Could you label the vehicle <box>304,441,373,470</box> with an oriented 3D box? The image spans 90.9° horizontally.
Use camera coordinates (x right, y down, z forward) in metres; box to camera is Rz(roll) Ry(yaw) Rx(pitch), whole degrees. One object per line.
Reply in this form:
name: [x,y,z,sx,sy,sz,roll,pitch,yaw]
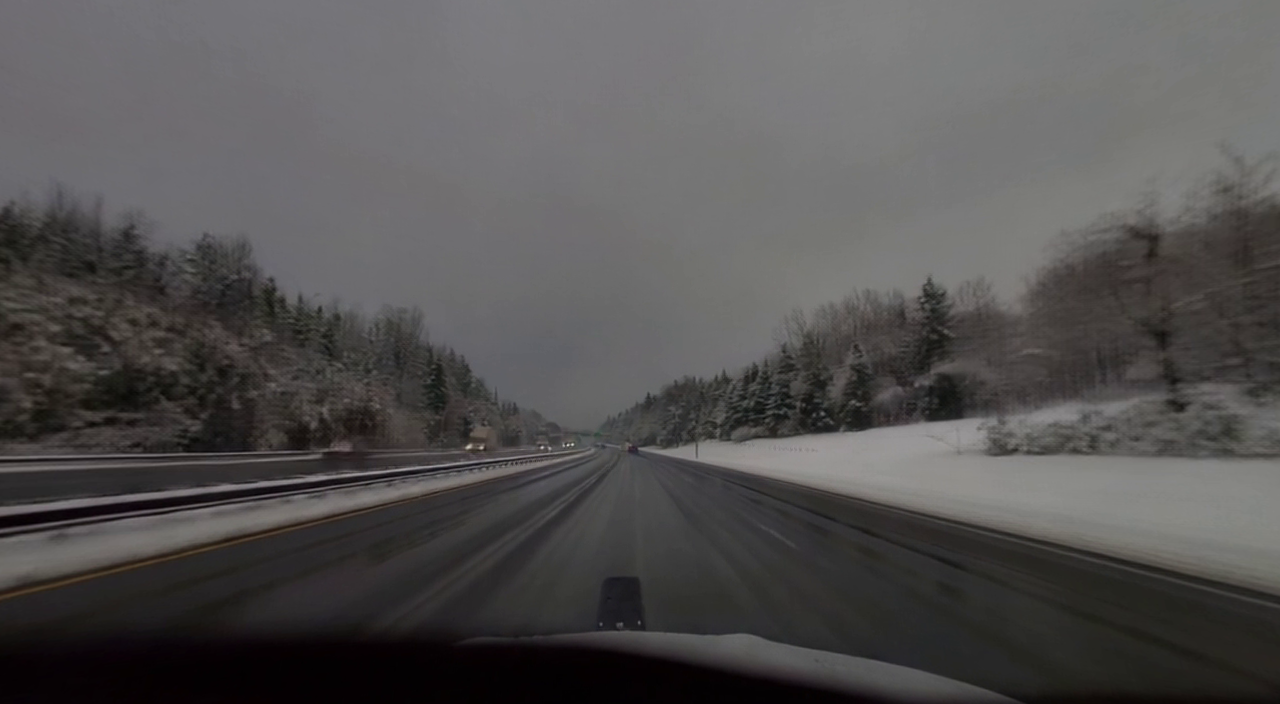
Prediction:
vehicle: [-15.927,5.482,33.461,1.834,1.454,3.628,0,-9,1]
